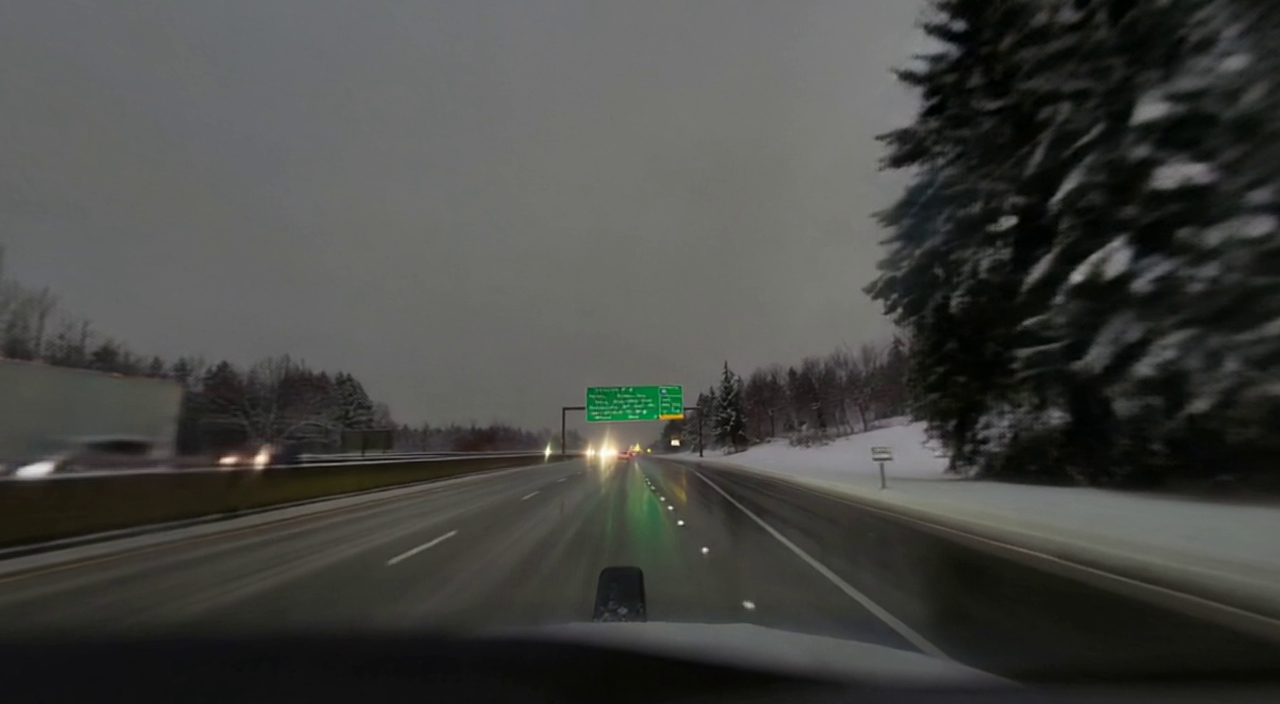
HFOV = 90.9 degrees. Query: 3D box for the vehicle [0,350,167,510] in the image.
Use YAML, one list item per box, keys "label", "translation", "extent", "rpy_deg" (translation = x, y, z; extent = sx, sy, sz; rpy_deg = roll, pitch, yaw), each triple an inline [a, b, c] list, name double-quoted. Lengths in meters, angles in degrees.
- label: "vehicle"
  translation: [-18.155, 2.141, 17.051]
  extent: [3.044, 4.093, 10.129]
  rpy_deg: [0, -9, -2]
